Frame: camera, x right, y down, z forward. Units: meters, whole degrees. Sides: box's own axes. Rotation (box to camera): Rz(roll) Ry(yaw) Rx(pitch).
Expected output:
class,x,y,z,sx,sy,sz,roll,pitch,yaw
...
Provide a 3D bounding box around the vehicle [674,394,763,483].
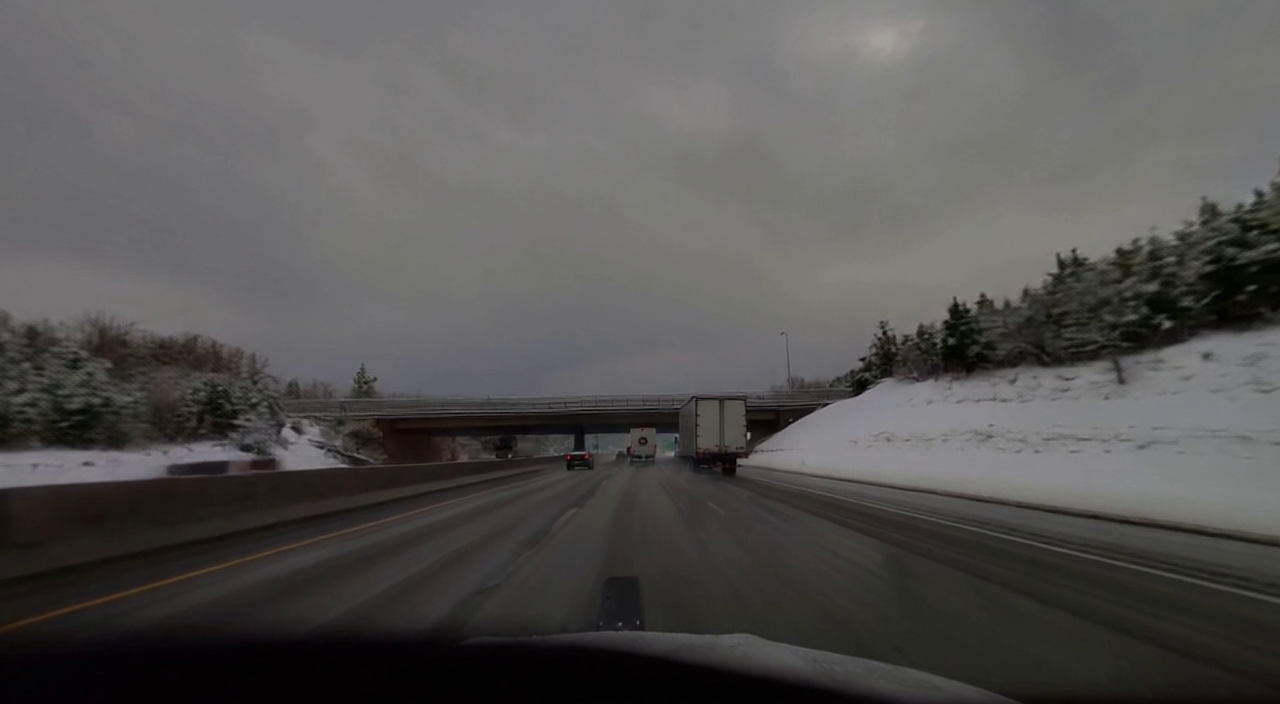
class,x,y,z,sx,sy,sz,roll,pitch,yaw
vehicle,4.048,5.247,37.291,3.131,4.037,16.729,0,-9,0

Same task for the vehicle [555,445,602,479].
class,x,y,z,sx,sy,sz,roll,pitch,yaw
vehicle,-3.122,5.710,32.874,2.007,1.647,3.854,0,-9,1
